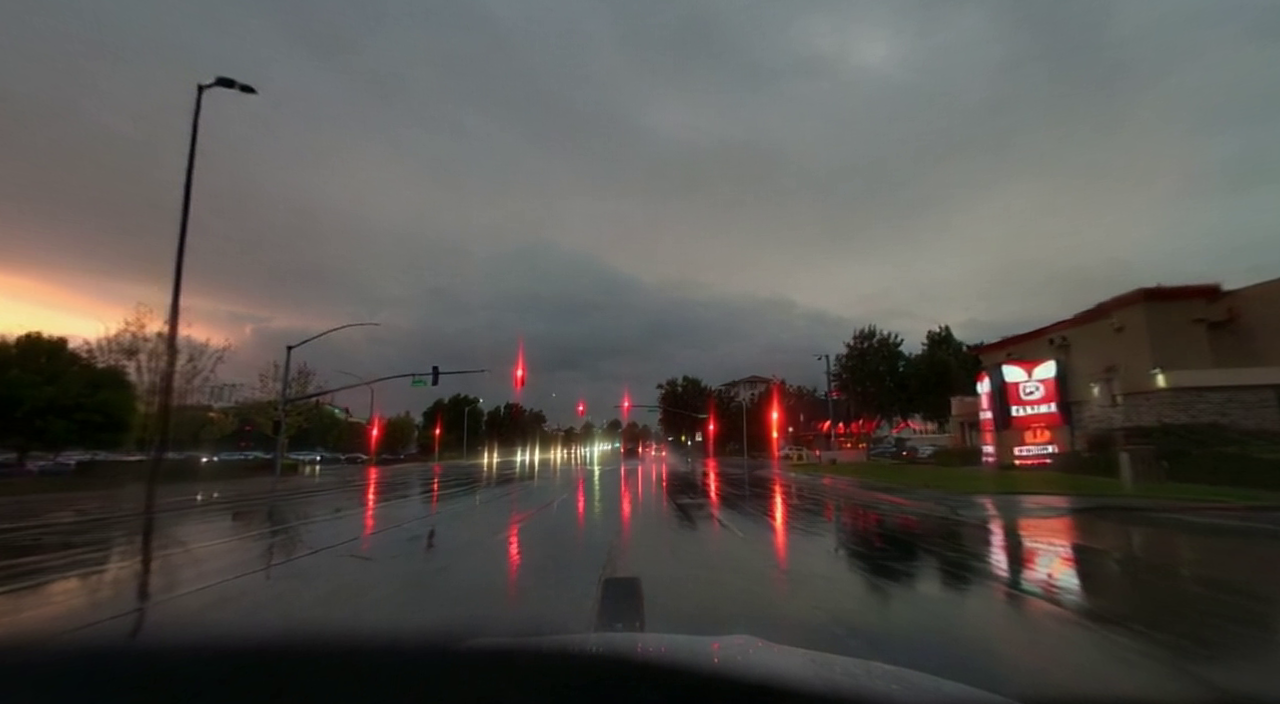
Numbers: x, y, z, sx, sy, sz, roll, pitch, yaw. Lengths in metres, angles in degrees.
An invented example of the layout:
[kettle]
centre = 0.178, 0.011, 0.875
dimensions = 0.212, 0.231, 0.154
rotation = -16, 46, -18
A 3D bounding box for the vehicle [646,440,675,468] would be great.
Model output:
[vehicle]
centre = 1.525, 7.623, 47.321
dimensions = 2.096, 1.961, 4.259
rotation = 0, -9, 2
